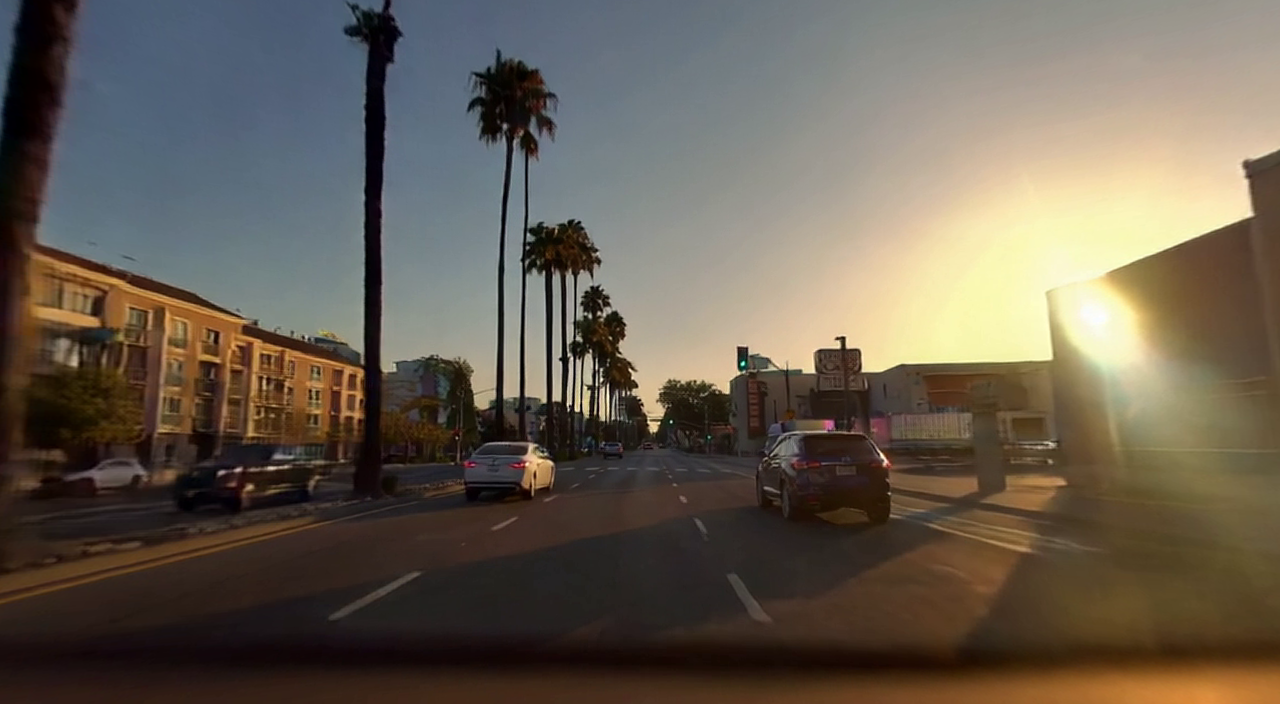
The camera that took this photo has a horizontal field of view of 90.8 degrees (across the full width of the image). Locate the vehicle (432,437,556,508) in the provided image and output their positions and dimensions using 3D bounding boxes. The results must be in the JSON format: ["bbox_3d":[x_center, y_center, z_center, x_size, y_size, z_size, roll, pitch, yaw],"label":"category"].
[{"bbox_3d":[-3.431,2.904,15.672,2.034,1.498,3.995,0,-9,1],"label":"vehicle"}]

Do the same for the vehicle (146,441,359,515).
[{"bbox_3d":[-8.975,2.930,15.292,1.970,1.482,4.778,-1,-9,2],"label":"vehicle"}]

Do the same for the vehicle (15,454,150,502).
[{"bbox_3d":[-22.742,5.103,26.019,1.868,1.602,4.102,-3,-8,0],"label":"vehicle"}]

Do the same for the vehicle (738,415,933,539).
[{"bbox_3d":[3.067,2.071,11.027,1.982,1.711,4.276,0,-9,0],"label":"vehicle"}]
